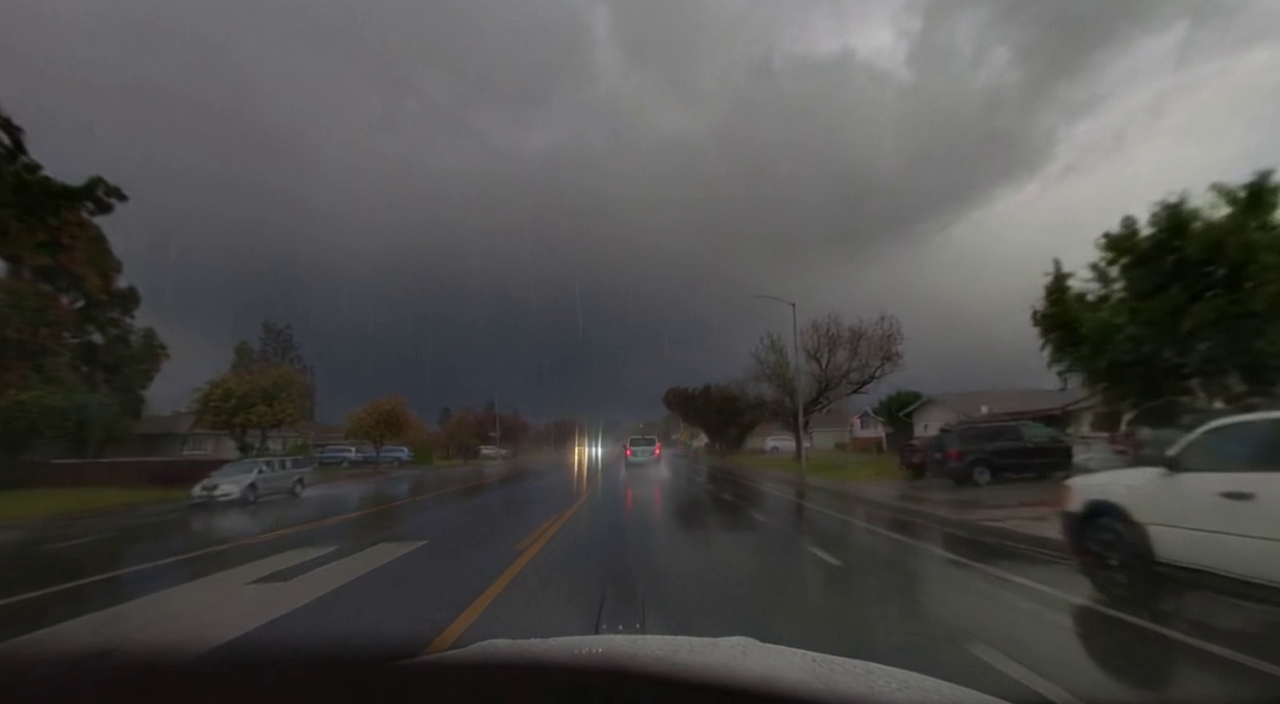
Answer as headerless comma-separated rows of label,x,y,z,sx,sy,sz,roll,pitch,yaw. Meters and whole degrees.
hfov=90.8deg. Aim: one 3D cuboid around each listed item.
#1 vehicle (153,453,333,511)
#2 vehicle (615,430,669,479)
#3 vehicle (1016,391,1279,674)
vehicle,-12.408,4.066,20.381,2.192,1.541,5.391,0,-8,2
vehicle,0.049,4.435,27.607,2.153,1.942,4.767,0,-8,-1
vehicle,5.017,1.141,4.085,2.153,1.730,4.659,0,-8,-2
